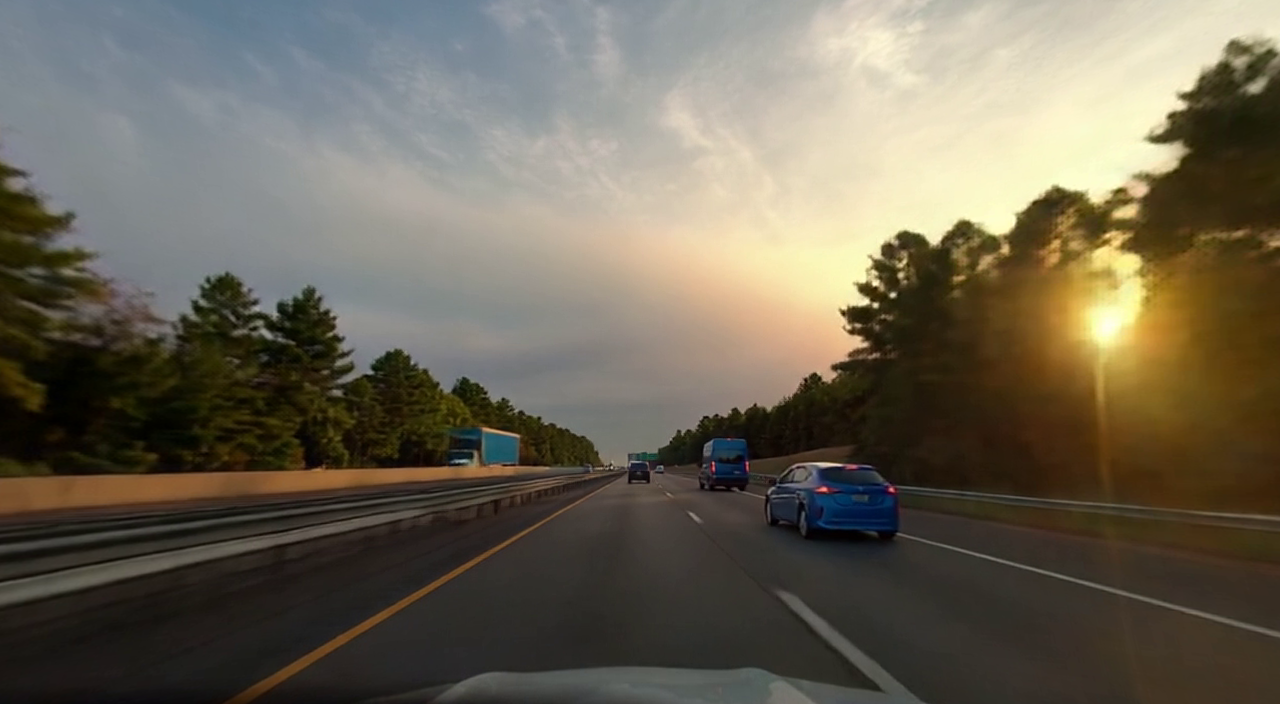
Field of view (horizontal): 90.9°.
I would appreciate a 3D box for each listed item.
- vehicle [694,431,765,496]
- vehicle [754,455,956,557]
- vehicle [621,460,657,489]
[{"bbox_3d":[4.446,5.803,32.736,2.563,2.975,6.941,1,-10,-1],"label":"vehicle"},{"bbox_3d":[3.763,2.833,12.229,2.073,1.532,4.969,1,-10,-1],"label":"vehicle"},{"bbox_3d":[-0.072,7.940,40.850,2.212,1.717,4.452,1,-10,0],"label":"vehicle"}]
